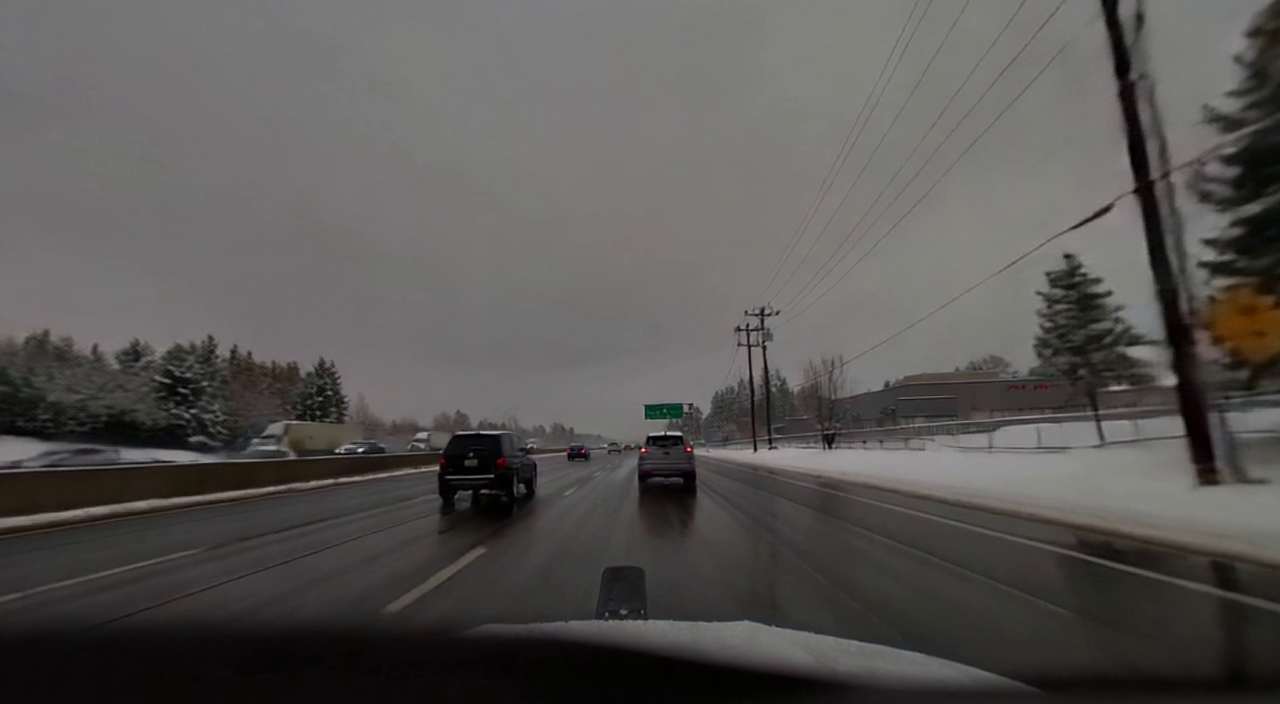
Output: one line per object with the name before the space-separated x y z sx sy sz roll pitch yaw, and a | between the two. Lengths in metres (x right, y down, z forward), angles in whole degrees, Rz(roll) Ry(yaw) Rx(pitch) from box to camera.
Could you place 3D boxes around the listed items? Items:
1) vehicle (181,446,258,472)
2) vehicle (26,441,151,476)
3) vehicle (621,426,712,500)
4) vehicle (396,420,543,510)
vehicle | -27.950 7.075 42.146 2.030 1.569 4.801 0 -8 -3
vehicle | -30.867 5.949 35.601 2.229 1.826 5.424 0 -8 -2
vehicle | 0.663 2.937 17.048 2.134 1.733 4.049 0 -8 1
vehicle | -3.717 2.570 14.727 2.125 1.764 4.393 0 -8 1
